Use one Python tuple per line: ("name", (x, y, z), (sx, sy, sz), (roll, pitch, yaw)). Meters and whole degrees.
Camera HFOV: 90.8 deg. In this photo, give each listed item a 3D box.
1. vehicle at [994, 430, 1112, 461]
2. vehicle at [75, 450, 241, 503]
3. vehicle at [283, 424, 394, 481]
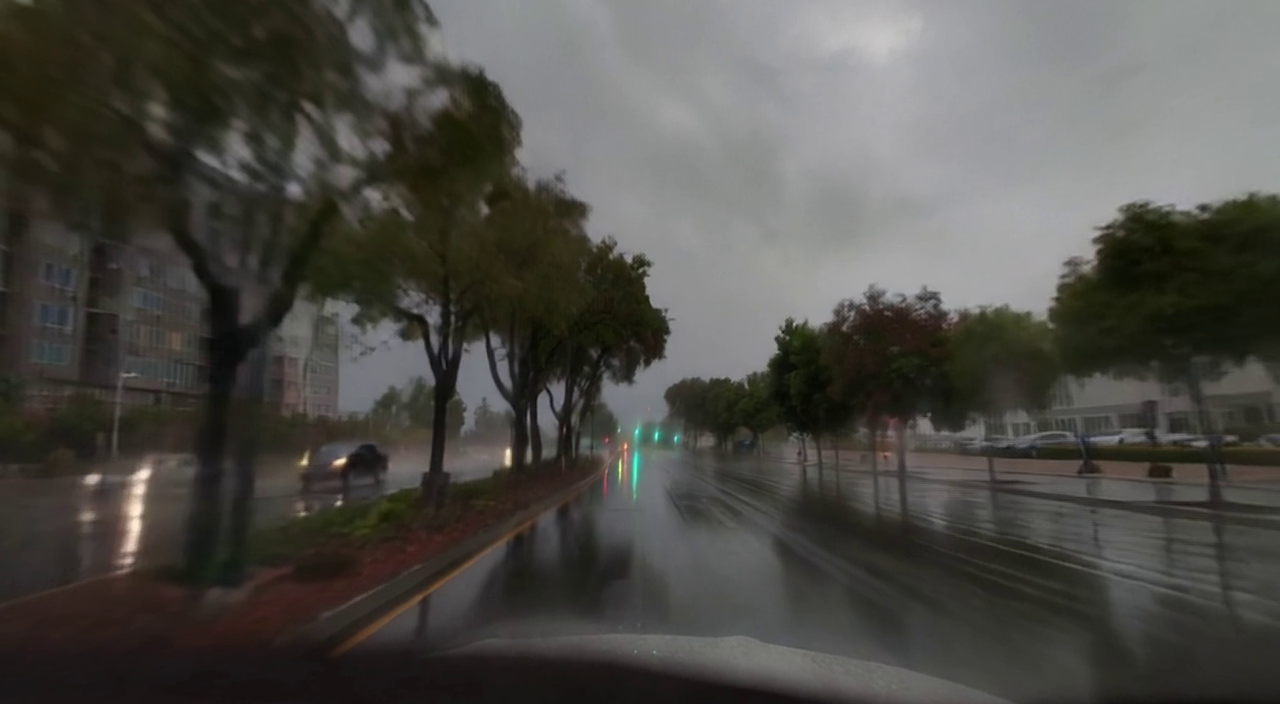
("vehicle", (21.967, 4.997, 33.755), (4.739, 1.569, 2.097), (-1, -9, 4))
("vehicle", (-15.942, 4.104, 21.281), (1.966, 1.523, 4.555), (0, -9, 0))
("vehicle", (-15.850, 5.344, 33.789), (2.725, 2.768, 6.120), (0, -9, 1))
